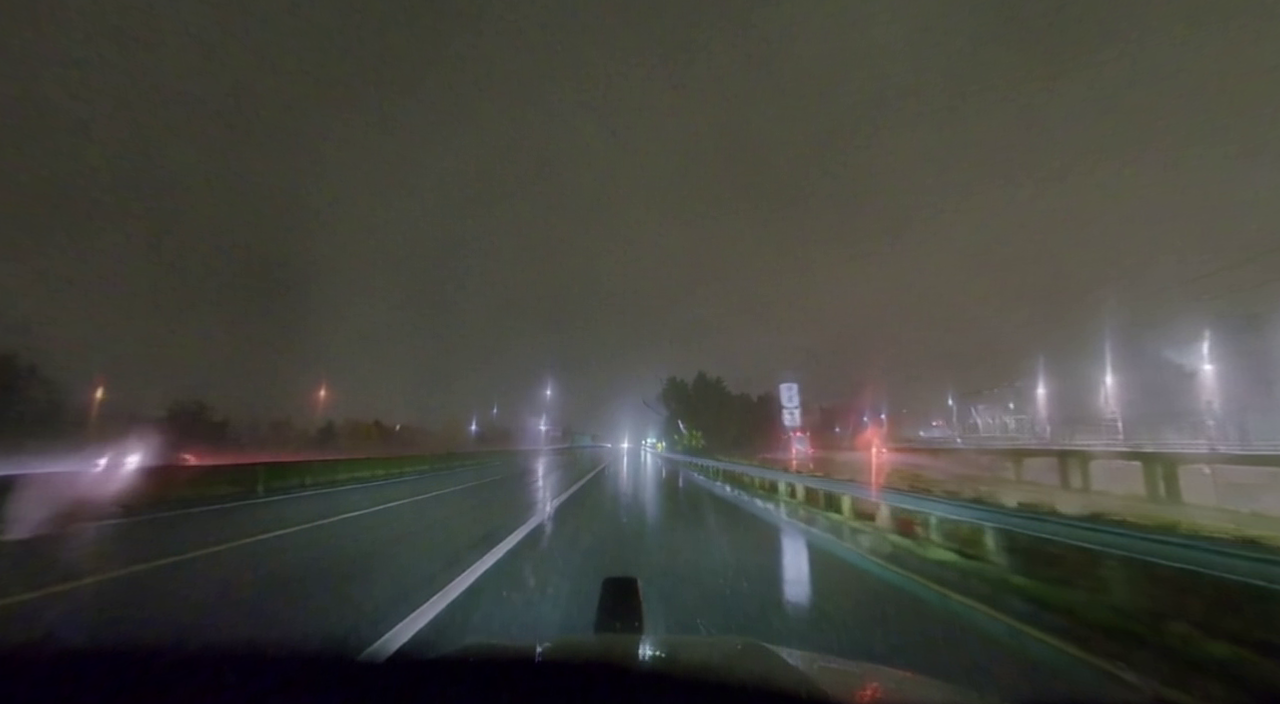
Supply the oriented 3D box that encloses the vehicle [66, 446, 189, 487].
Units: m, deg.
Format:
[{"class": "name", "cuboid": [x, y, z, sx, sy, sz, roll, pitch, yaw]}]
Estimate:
[{"class": "vehicle", "cuboid": [-21.846, 4.876, 27.065, 1.812, 1.593, 4.308, 0, -9, -3]}]
